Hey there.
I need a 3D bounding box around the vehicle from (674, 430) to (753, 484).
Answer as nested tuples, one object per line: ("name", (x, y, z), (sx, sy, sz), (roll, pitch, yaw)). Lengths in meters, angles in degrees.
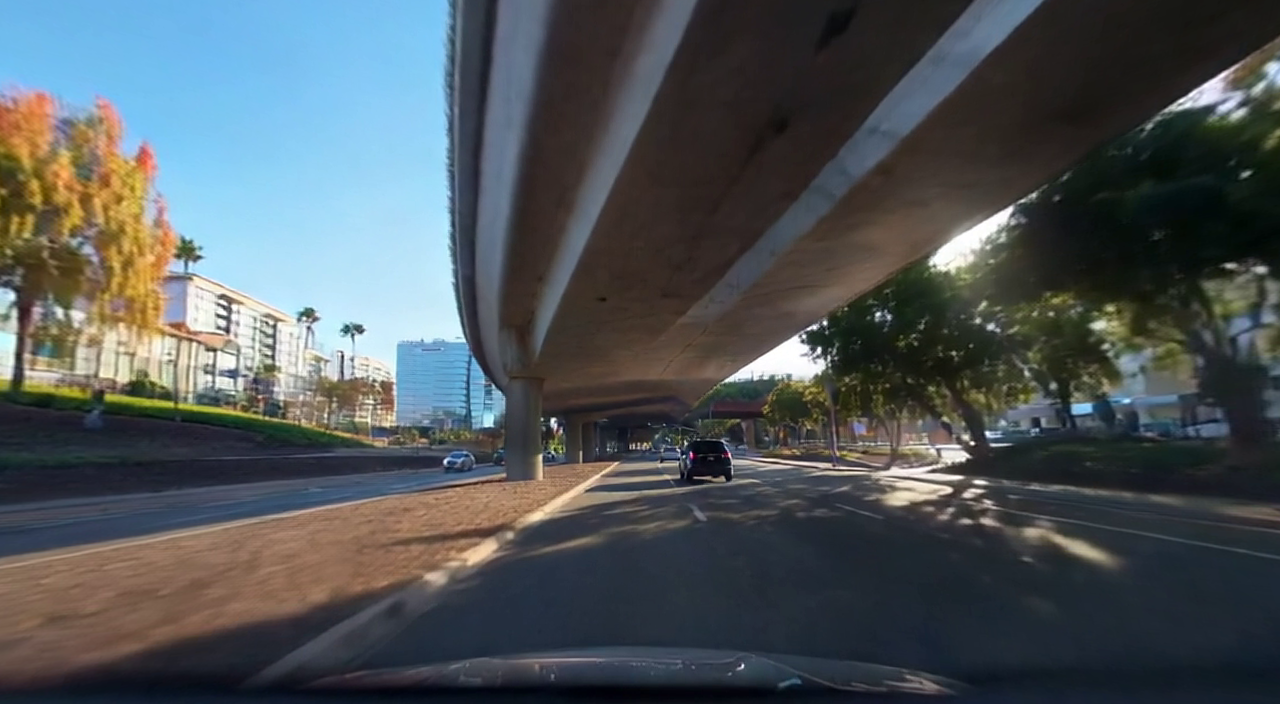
("vehicle", (2.906, 4.360, 26.553), (2.559, 2.017, 5.562), (0, -9, -1))
